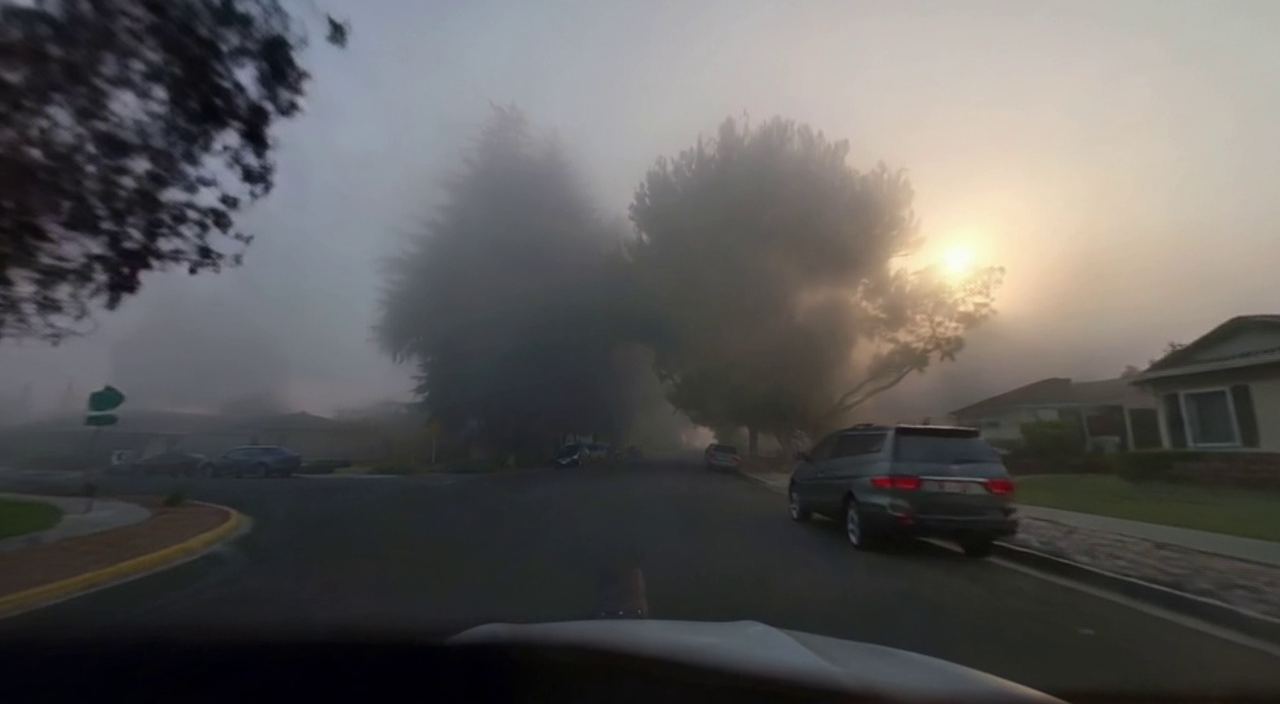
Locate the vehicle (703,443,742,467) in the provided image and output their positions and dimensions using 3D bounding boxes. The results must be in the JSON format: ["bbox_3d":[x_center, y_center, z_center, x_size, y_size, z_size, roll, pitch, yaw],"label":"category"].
[{"bbox_3d":[6.012,7.380,45.496,2.075,1.657,4.648,-2,-9,16],"label":"vehicle"}]

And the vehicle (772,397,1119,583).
[{"bbox_3d":[3.540,1.726,8.752,2.228,1.813,4.901,0,-9,-1],"label":"vehicle"}]

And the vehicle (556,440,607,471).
[{"bbox_3d":[-3.757,6.716,41.209,2.041,1.762,4.508,-3,-8,11],"label":"vehicle"}]

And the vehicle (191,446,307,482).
[{"bbox_3d":[-16.449,4.705,26.705,3.734,1.441,1.756,-1,-9,4],"label":"vehicle"}]

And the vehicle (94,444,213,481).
[{"bbox_3d":[-20.637,4.693,26.896,3.610,1.501,1.814,-1,-9,4],"label":"vehicle"}]
